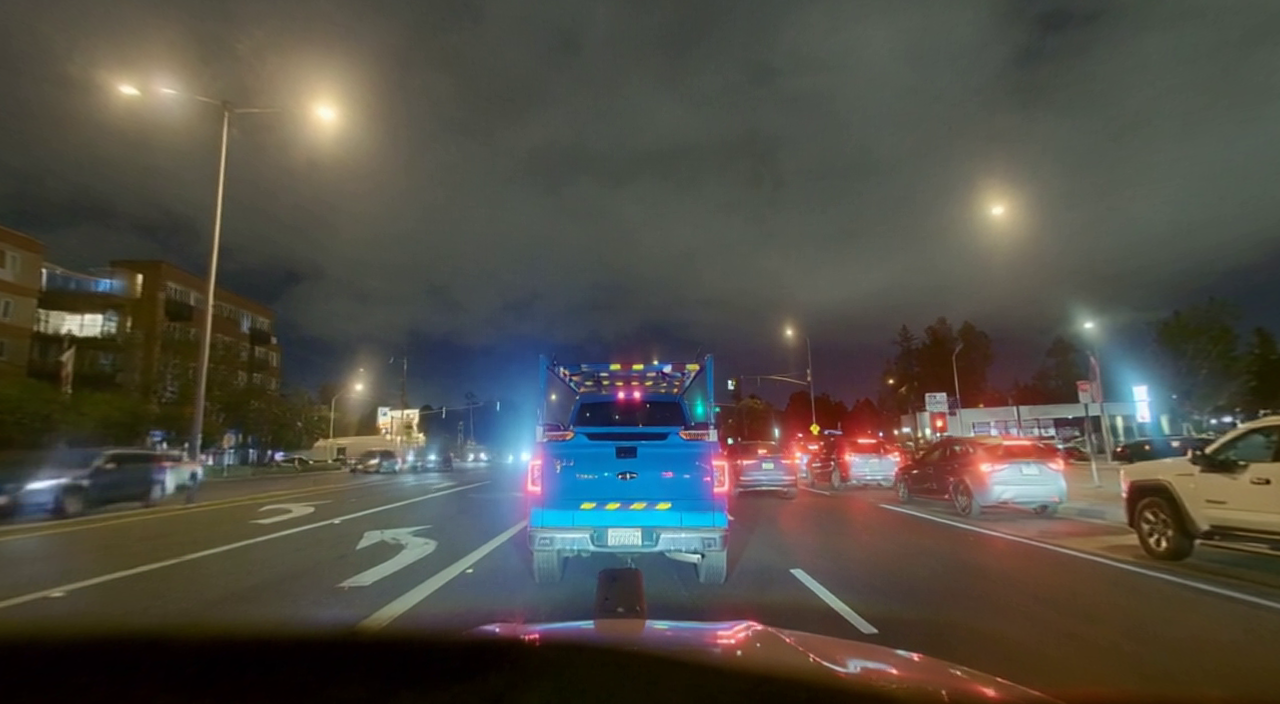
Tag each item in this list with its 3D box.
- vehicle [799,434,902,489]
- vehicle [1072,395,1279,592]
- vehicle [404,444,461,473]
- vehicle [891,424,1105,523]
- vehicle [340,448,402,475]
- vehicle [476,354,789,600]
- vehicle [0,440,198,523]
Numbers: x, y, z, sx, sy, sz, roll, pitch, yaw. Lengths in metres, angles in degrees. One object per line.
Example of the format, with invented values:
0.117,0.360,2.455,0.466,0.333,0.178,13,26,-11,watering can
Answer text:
7.073,3.722,21.787,1.953,1.665,4.327,0,-9,-2,vehicle
6.822,1.342,6.128,2.023,1.771,4.488,0,-9,0,vehicle
-12.515,6.423,38.366,1.928,1.591,4.509,0,-9,0,vehicle
7.069,2.436,13.149,1.931,1.692,4.267,0,-9,0,vehicle
-16.044,6.530,37.888,1.805,1.466,4.341,0,-9,0,vehicle
-0.106,1.490,8.387,2.682,2.117,5.706,0,-9,-1,vehicle
-11.985,2.752,13.914,1.781,1.558,3.688,0,-9,0,vehicle
